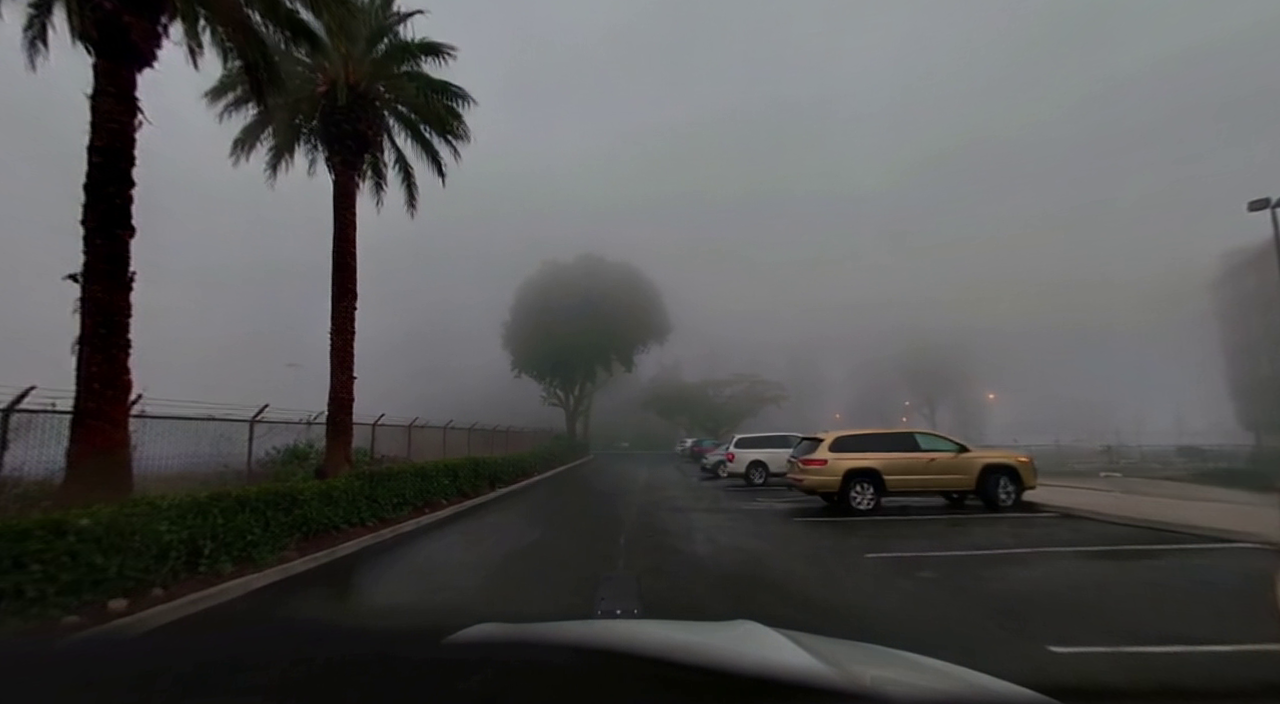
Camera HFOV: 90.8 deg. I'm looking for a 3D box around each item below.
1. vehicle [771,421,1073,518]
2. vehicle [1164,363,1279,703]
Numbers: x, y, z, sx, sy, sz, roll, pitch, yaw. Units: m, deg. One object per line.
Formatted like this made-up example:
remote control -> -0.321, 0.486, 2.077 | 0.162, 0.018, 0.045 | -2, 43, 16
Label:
vehicle -> 5.711, 2.420, 13.327 | 5.381, 1.826, 2.047 | 0, -9, -4
vehicle -> 5.037, 0.881, 2.236 | 4.803, 1.520, 1.894 | 3, -7, -2
